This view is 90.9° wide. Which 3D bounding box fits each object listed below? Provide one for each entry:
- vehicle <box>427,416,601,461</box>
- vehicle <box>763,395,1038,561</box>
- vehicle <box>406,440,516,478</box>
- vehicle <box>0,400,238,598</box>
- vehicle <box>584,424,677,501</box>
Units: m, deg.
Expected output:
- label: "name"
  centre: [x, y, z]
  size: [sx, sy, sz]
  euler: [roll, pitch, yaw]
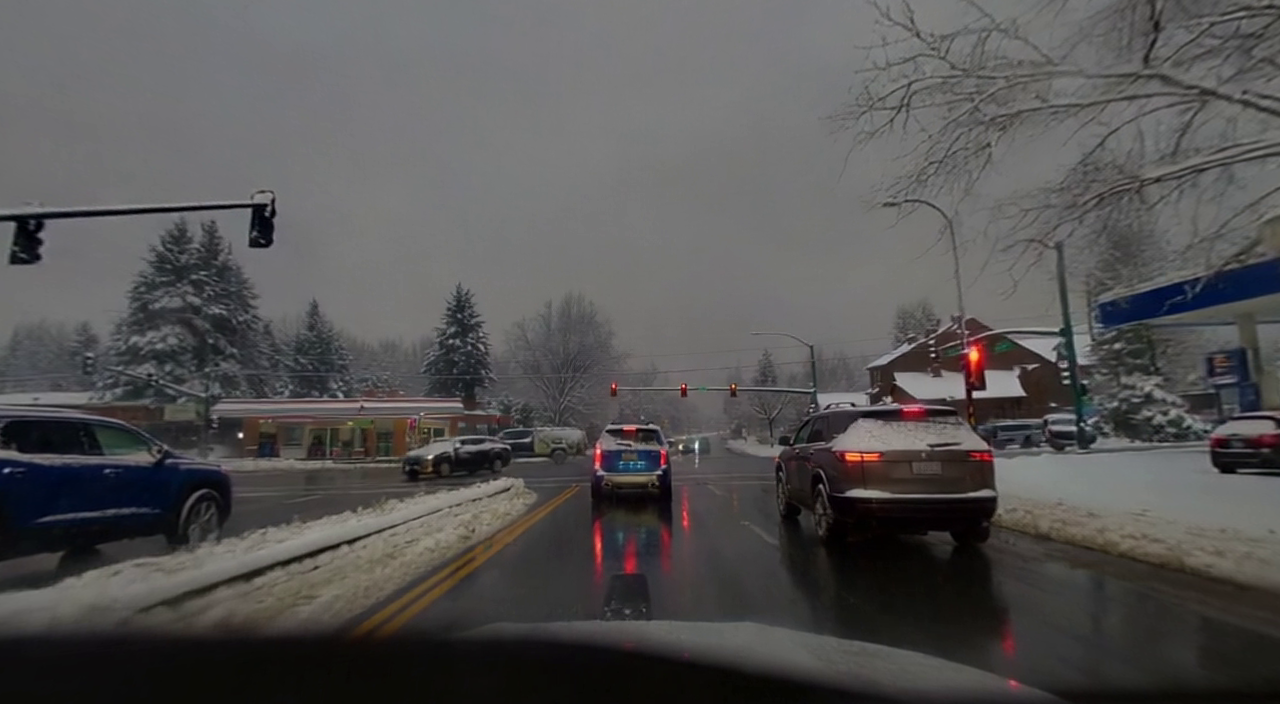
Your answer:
- label: "vehicle"
  centre: [-9.322, 6.630, 48.153]
  size: [12.640, 3.321, 2.995]
  euler: [1, -9, -3]
- label: "vehicle"
  centre: [3.233, 1.684, 9.030]
  size: [2.083, 1.779, 4.347]
  euler: [0, -9, 0]
- label: "vehicle"
  centre: [-7.718, 4.636, 27.568]
  size: [1.847, 1.508, 4.366]
  euler: [-6, -11, 35]
- label: "vehicle"
  centre: [-6.791, 1.442, 6.440]
  size: [2.011, 1.774, 4.866]
  euler: [0, -9, 2]
- label: "vehicle"
  centre: [-0.185, 2.776, 16.137]
  size: [2.067, 1.702, 3.987]
  euler: [0, -9, 1]
